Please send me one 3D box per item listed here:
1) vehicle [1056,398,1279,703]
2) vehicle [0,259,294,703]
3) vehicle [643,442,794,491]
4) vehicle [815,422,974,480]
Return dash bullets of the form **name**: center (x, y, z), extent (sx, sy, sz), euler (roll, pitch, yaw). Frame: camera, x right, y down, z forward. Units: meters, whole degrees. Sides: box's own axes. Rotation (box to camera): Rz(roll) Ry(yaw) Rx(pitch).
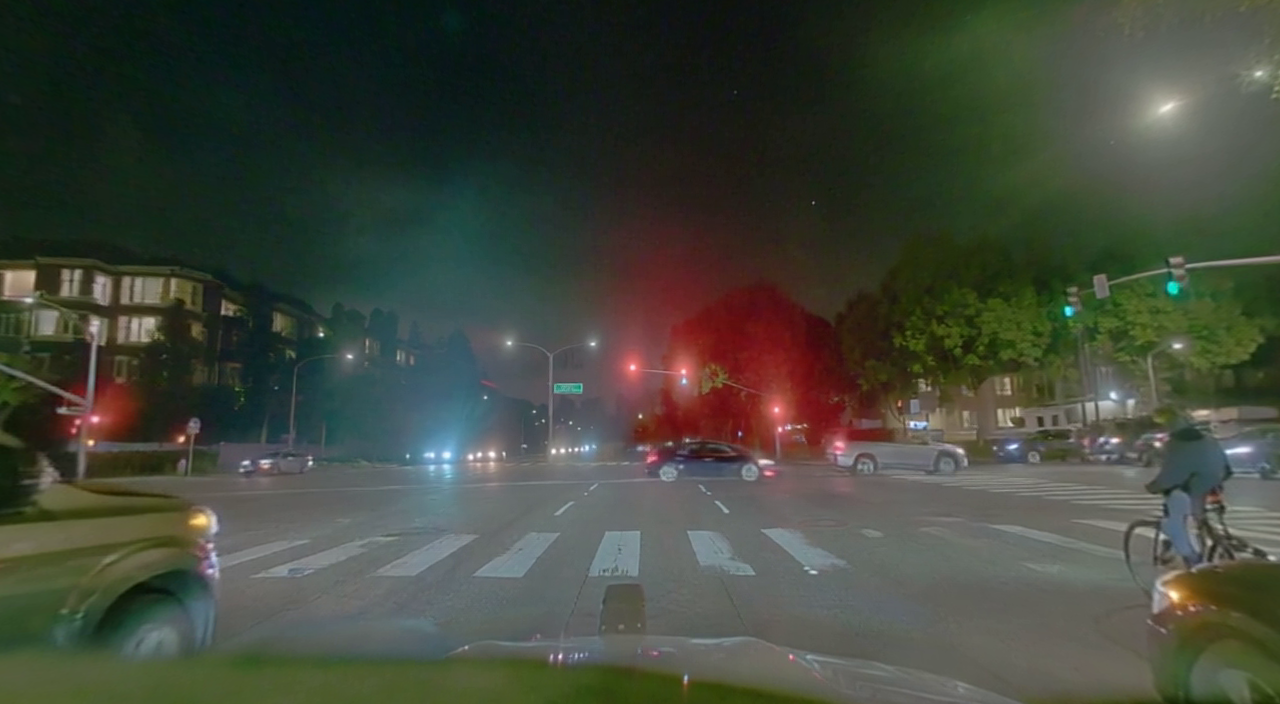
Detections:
- **vehicle**: center (3.096, 0.714, 0.897), extent (1.990, 1.454, 4.490), euler (0, -8, 1)
- **vehicle**: center (-3.259, 0.523, 1.274), extent (2.231, 1.898, 4.985), euler (0, -8, 0)
- **vehicle**: center (2.326, 3.362, 18.798), extent (4.050, 1.304, 1.921), euler (-5, -10, 30)
- **vehicle**: center (9.083, 3.526, 22.520), extent (4.958, 1.842, 2.276), euler (-5, -10, 29)
